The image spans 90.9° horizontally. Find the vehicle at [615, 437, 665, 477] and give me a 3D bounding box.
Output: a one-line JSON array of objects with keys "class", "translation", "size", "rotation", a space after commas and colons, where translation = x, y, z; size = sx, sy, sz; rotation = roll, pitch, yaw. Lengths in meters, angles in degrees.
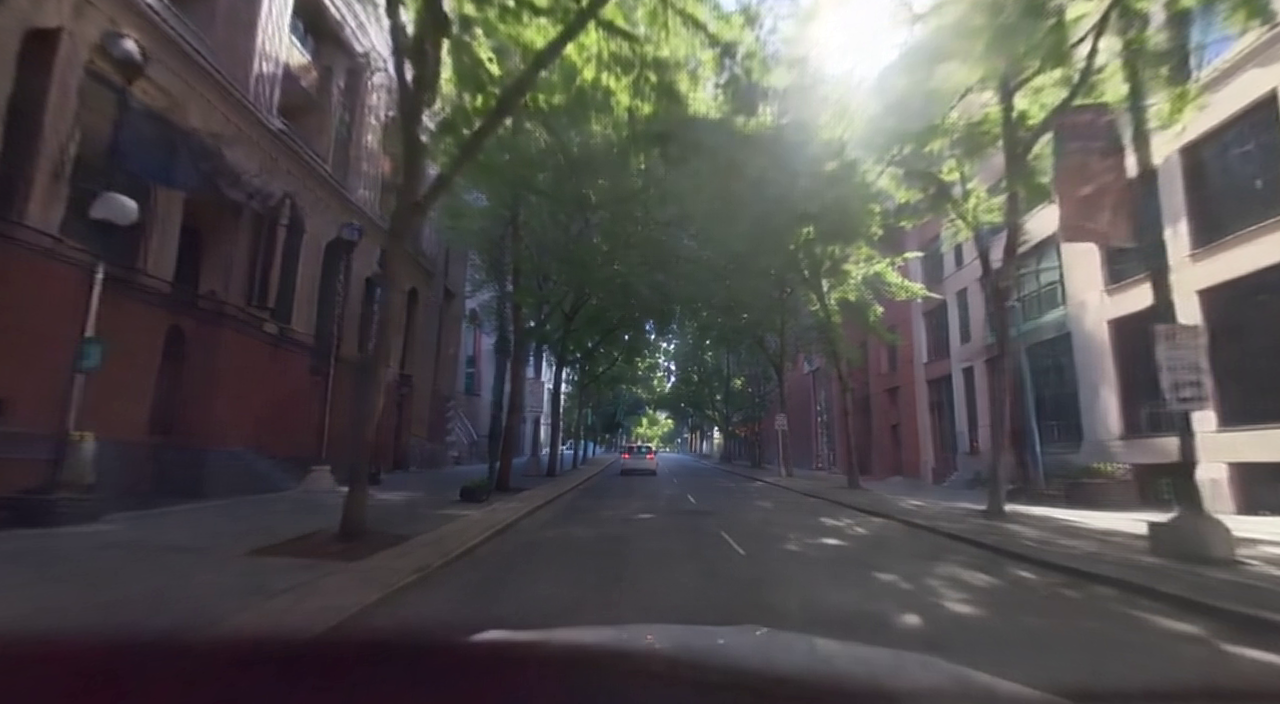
[{"class": "vehicle", "translation": [-0.031, 4.679, 28.265], "size": [2.079, 1.621, 3.861], "rotation": [0, -9, -1]}]
